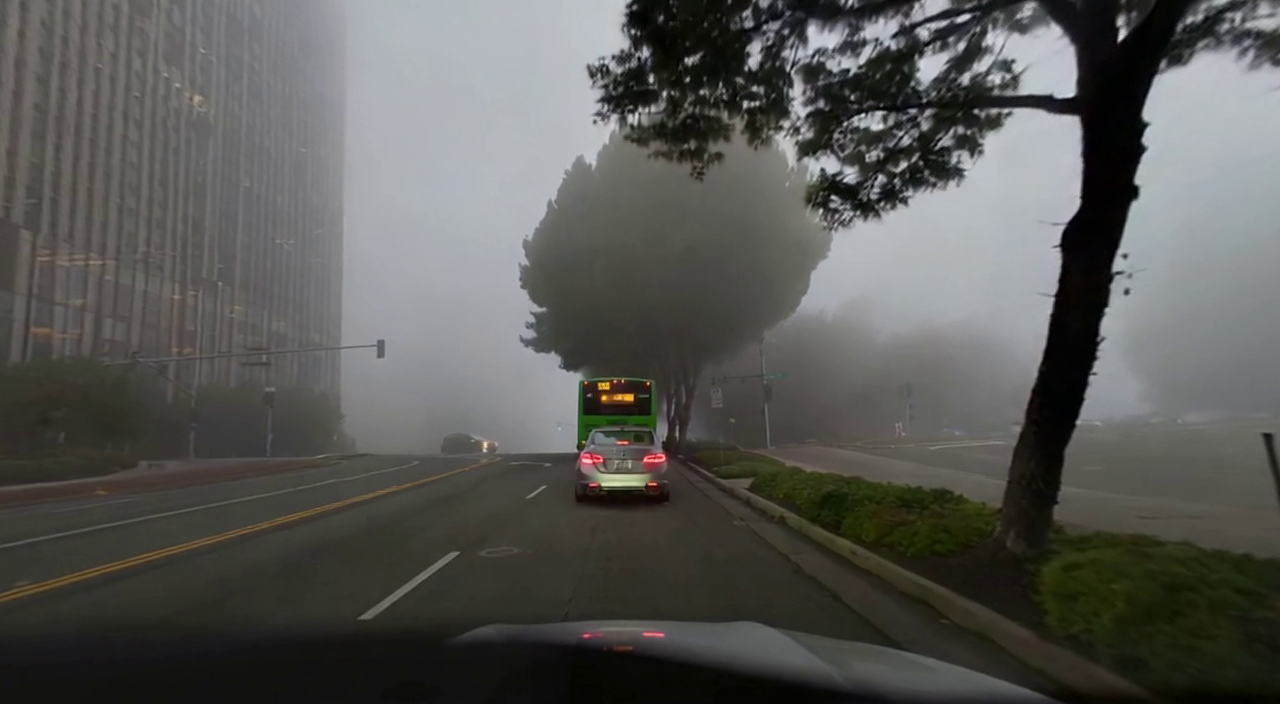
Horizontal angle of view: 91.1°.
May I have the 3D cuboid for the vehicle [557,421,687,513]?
[{"bbox_3d":[-0.330,2.091,12.056,2.064,1.452,3.942,0,-7,-1],"label":"vehicle"}]
